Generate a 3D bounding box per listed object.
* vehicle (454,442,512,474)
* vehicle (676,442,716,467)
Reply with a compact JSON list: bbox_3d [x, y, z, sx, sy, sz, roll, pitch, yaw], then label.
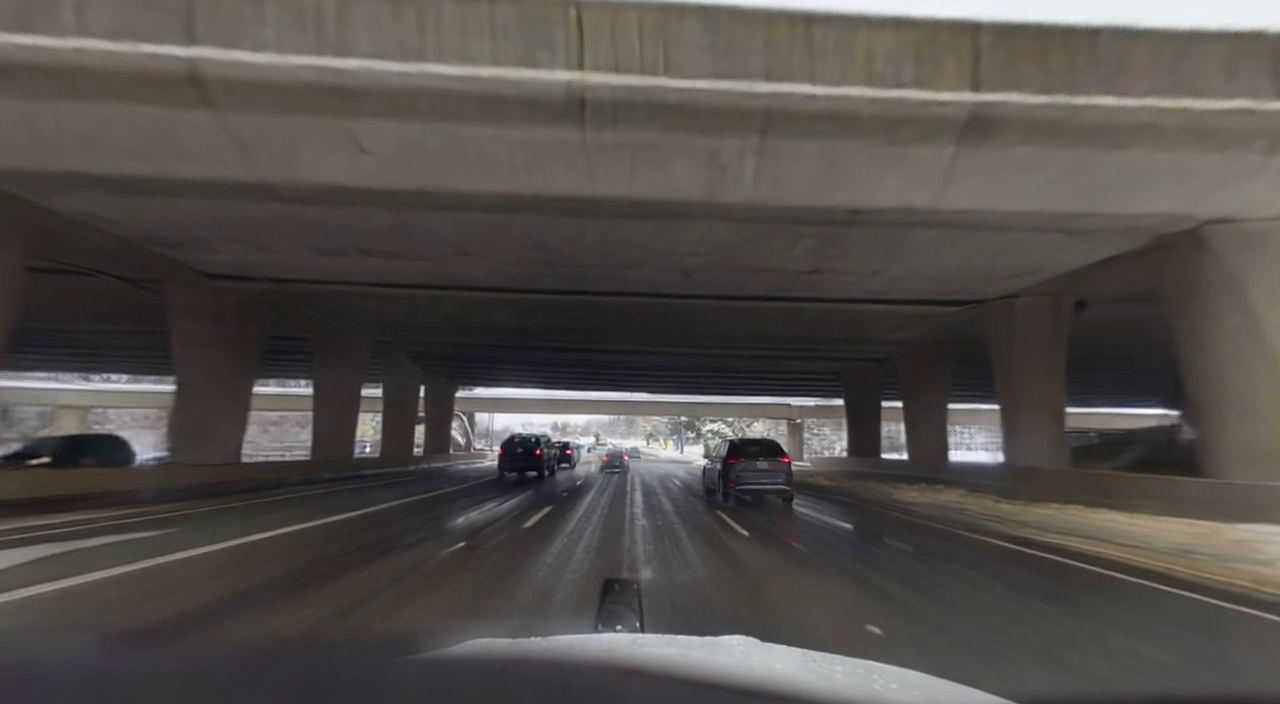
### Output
[{"bbox_3d":[-7.987,5.427,32.530,2.007,1.519,4.366,0,-9,-2],"label":"vehicle"},{"bbox_3d":[3.916,7.220,44.733,2.377,1.678,4.353,0,-9,-1],"label":"vehicle"}]
